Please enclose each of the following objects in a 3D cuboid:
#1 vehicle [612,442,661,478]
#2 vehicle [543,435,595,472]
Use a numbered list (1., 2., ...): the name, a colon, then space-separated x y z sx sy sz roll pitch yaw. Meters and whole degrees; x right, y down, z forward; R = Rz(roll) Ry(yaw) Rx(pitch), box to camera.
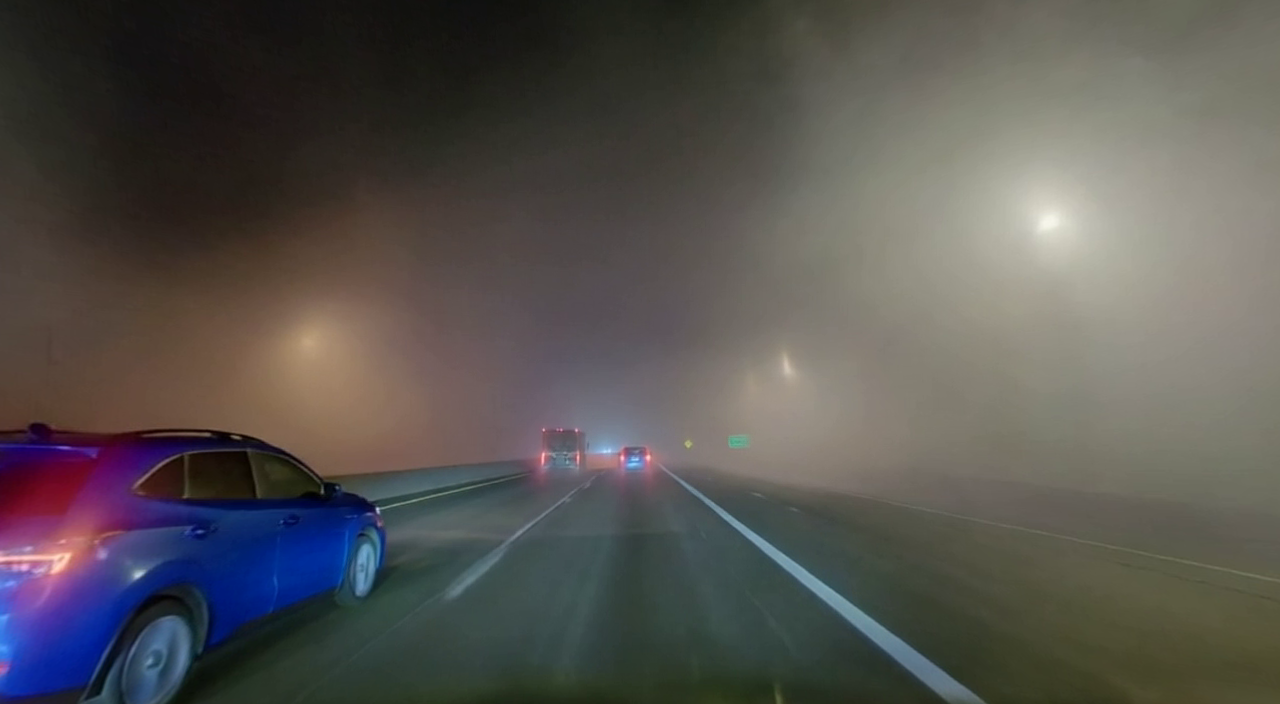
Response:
1. vehicle: -0.129 4.955 29.116 2.086 1.548 4.325 0 -9 0
2. vehicle: -3.848 5.609 35.048 2.264 1.901 4.647 0 -9 1
